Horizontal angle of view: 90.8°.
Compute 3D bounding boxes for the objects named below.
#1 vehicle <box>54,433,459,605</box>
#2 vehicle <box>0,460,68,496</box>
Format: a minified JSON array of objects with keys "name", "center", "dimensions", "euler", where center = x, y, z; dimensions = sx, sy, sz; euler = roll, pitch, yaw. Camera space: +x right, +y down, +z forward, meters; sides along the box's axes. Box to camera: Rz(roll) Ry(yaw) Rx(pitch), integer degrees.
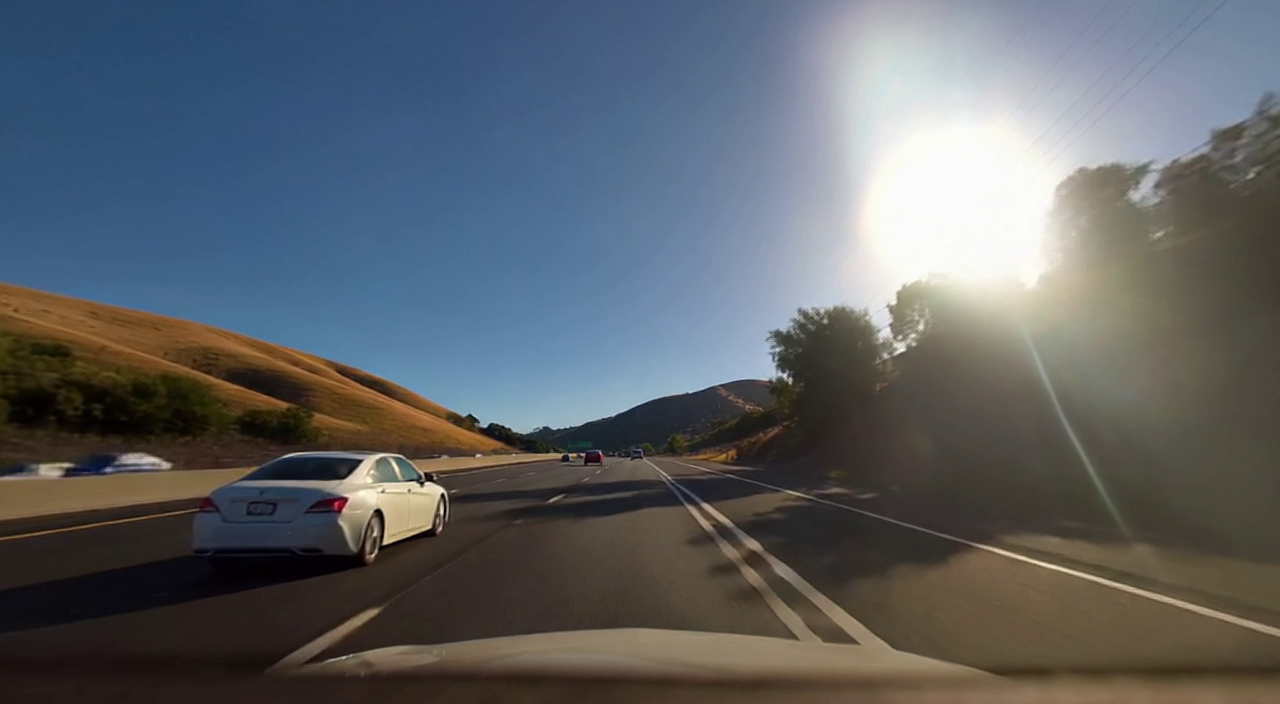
[{"name":"vehicle","center":[-4.101,1.852,8.108],"dimensions":[2.064,1.489,4.966],"euler":[0,-9,0]},{"name":"vehicle","center":[-29.311,5.848,29.422],"dimensions":[1.822,1.496,3.768],"euler":[0,-9,-1]}]
